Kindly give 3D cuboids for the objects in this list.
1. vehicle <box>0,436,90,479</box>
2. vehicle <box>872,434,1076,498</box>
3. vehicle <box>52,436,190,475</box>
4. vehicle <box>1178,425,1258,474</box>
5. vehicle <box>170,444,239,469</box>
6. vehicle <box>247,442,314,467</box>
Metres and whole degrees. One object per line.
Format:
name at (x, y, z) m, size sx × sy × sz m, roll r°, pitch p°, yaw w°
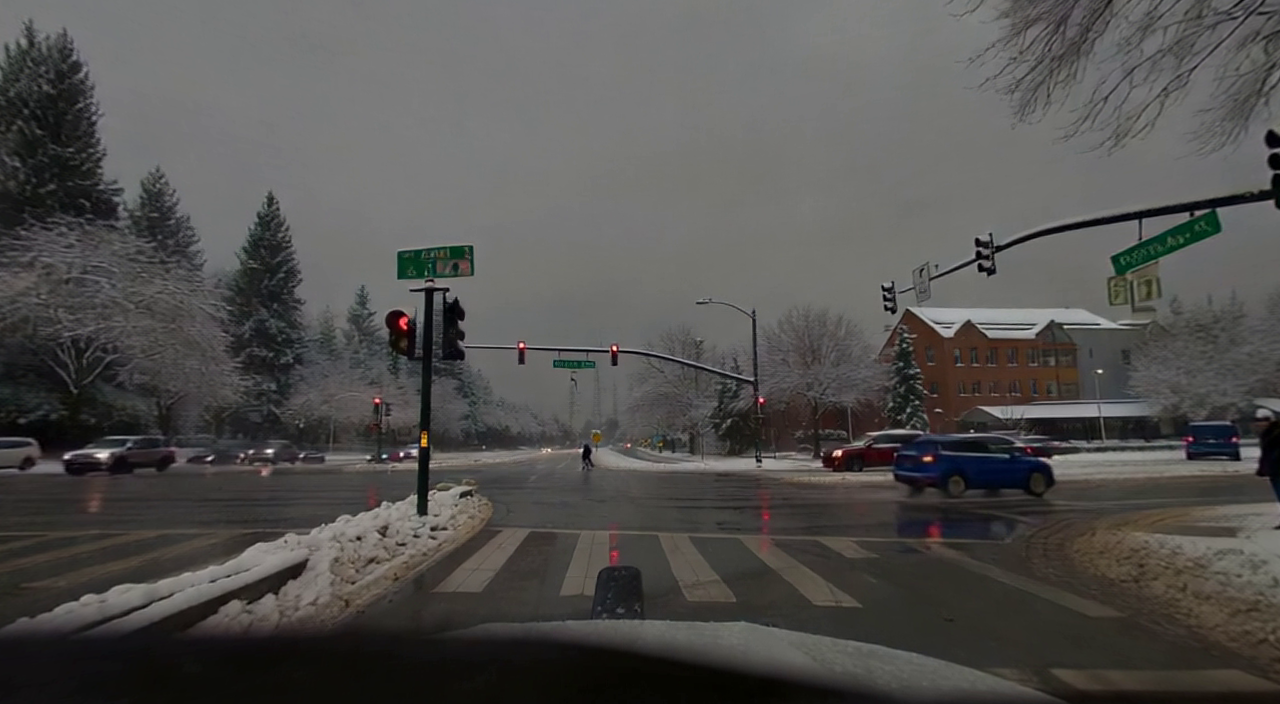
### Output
vehicle at (-30.712, 5.137, 30.889) m, size 2.456 × 1.961 × 5.978 m, roll 0°, pitch -8°, yaw -3°
vehicle at (8.719, 2.967, 16.713) m, size 4.312 × 1.540 × 2.007 m, roll 1°, pitch -8°, yaw -8°
vehicle at (-27.315, 5.475, 33.643) m, size 2.388 × 1.858 × 6.056 m, roll 0°, pitch -8°, yaw -2°
vehicle at (23.648, 4.007, 26.014) m, size 2.066 × 1.821 × 4.509 m, roll -7°, pitch -11°, yaw 39°
vehicle at (-31.041, 7.429, 45.208) m, size 2.069 × 1.660 × 4.302 m, roll 0°, pitch -8°, yaw -4°
vehicle at (-24.453, 6.944, 43.142) m, size 2.056 × 1.604 × 4.436 m, roll 0°, pitch -8°, yaw -2°
